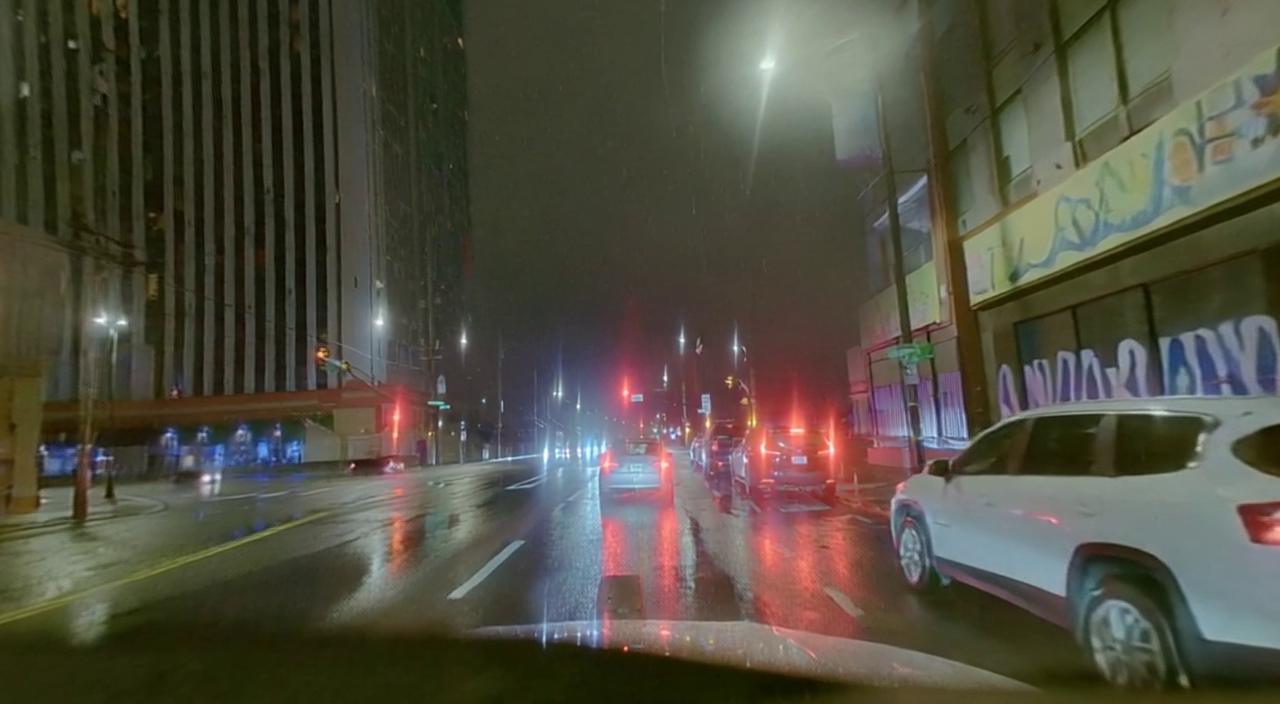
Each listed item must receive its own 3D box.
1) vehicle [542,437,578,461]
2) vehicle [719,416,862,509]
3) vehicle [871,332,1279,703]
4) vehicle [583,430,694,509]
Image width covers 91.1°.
[{"bbox_3d":[-5.887,7.242,46.841,2.059,1.699,4.252,0,-8,1],"label":"vehicle"},{"bbox_3d":[3.220,2.492,14.550,2.060,1.783,4.579,0,-8,-1],"label":"vehicle"},{"bbox_3d":[3.288,1.048,4.006,1.938,1.714,4.402,0,-8,0],"label":"vehicle"},{"bbox_3d":[0.001,2.598,14.400,2.153,1.505,4.452,0,-8,1],"label":"vehicle"}]
